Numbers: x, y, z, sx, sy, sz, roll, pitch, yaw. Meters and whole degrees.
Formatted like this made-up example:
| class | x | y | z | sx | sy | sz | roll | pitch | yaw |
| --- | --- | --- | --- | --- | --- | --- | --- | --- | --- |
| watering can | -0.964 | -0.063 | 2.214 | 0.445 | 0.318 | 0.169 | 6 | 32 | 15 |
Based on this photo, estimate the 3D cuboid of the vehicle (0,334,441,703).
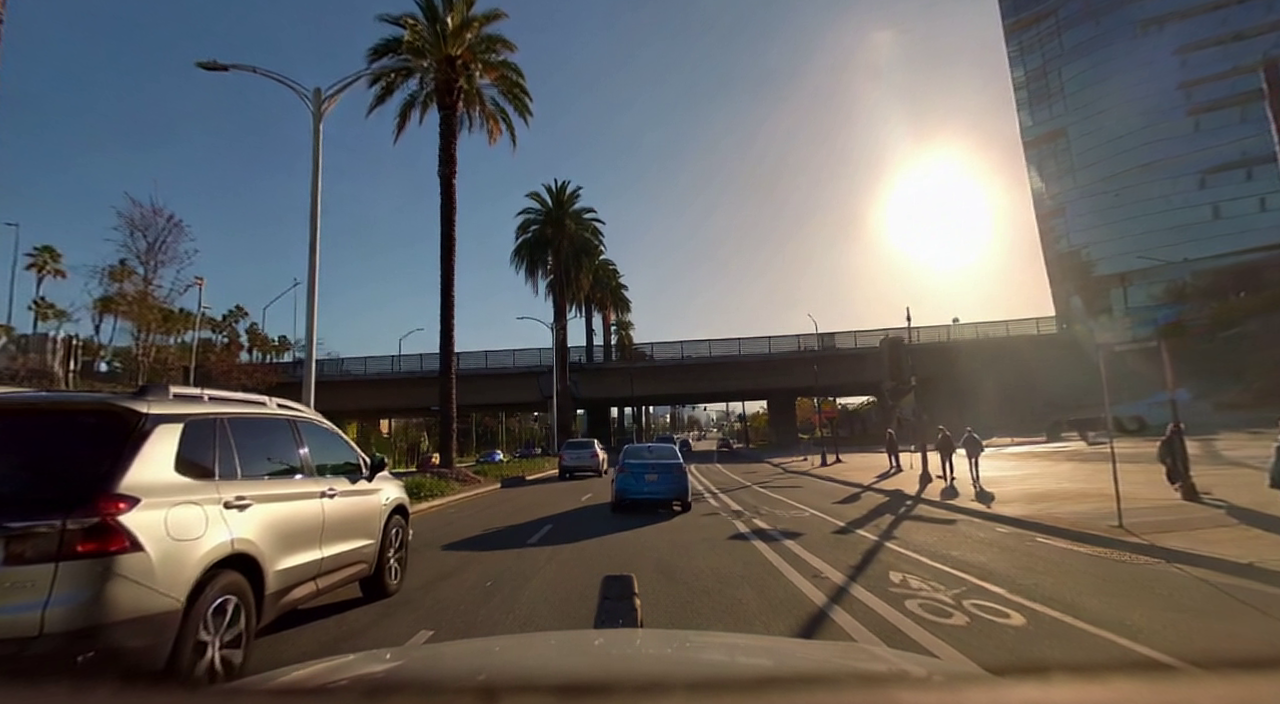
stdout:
| class | x | y | z | sx | sy | sz | roll | pitch | yaw |
| --- | --- | --- | --- | --- | --- | --- | --- | --- | --- |
| vehicle | -3.117 | 1.120 | 4.177 | 2.014 | 1.740 | 4.359 | 0 | -8 | 2 |

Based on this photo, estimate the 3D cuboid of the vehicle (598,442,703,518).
| class | x | y | z | sx | sy | sz | roll | pitch | yaw |
| --- | --- | --- | --- | --- | --- | --- | --- | --- | --- |
| vehicle | 0.243 | 2.801 | 14.376 | 2.036 | 1.461 | 4.129 | 0 | -8 | 1 |

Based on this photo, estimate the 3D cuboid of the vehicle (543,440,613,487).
| class | x | y | z | sx | sy | sz | roll | pitch | yaw |
| --- | --- | --- | --- | --- | --- | --- | --- | --- | --- |
| vehicle | -2.271 | 4.225 | 24.272 | 1.955 | 1.637 | 4.032 | -1 | -8 | 5 |
